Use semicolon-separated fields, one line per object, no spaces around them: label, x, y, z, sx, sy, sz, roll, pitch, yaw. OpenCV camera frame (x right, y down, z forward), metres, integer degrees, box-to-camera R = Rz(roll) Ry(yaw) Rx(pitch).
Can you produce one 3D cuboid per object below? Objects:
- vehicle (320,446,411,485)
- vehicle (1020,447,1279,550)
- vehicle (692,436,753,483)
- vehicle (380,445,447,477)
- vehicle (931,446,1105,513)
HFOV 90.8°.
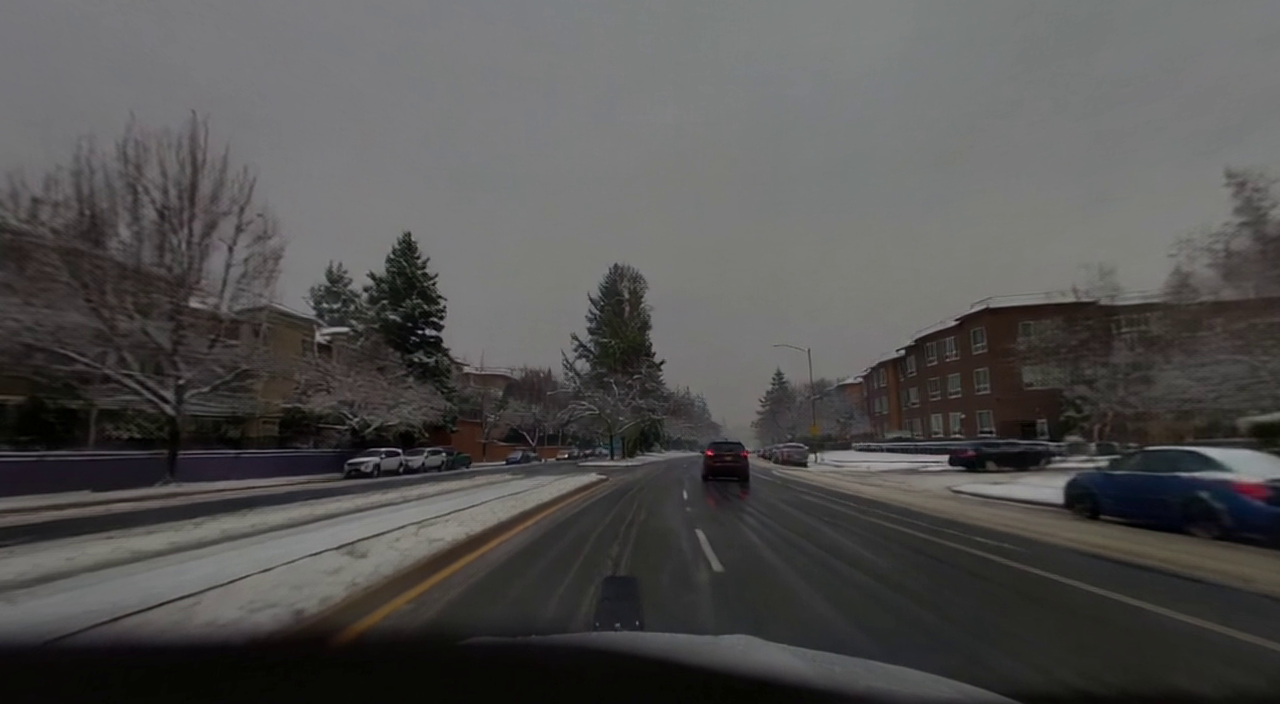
vehicle;-16.101;6.658;37.539;2.239;1.926;6.159;-3;-8;5
vehicle;9.197;2.461;11.411;1.836;1.461;4.449;0;-9;-1
vehicle;3.307;4.407;26.212;2.085;1.763;4.490;-1;-9;2
vehicle;-15.722;7.580;44.243;2.194;2.022;5.828;-1;-9;4
vehicle;9.510;3.195;16.435;1.928;1.482;4.461;-1;-9;3
